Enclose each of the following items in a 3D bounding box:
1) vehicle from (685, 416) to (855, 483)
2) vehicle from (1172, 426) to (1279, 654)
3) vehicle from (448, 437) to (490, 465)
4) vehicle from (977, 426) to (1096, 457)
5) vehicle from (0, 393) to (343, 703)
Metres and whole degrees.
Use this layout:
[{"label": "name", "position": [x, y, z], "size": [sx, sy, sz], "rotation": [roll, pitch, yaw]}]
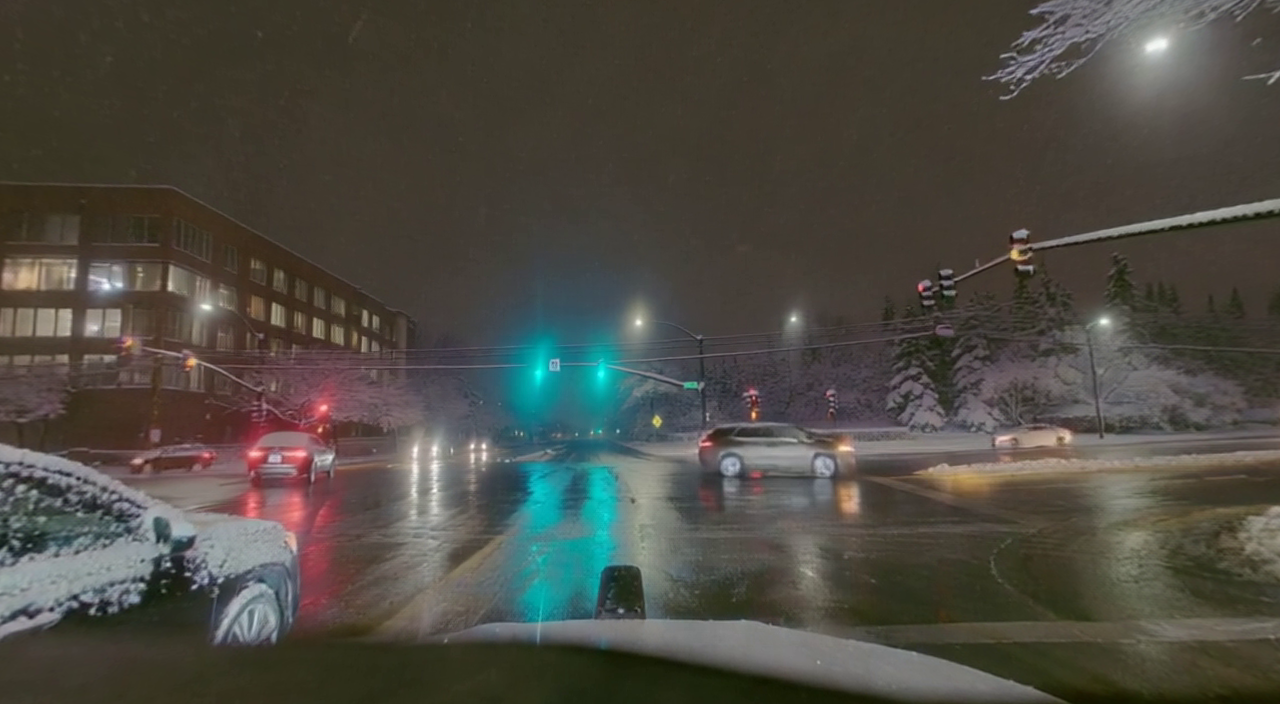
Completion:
[{"label": "vehicle", "position": [4.064, 3.062, 19.935], "size": [4.778, 1.871, 2.109], "rotation": [-5, -10, 28]}, {"label": "vehicle", "position": [4.931, 0.980, 2.518], "size": [1.949, 1.449, 4.530], "rotation": [-1, -8, 5]}, {"label": "vehicle", "position": [-12.804, 7.413, 47.520], "size": [2.051, 1.715, 4.346], "rotation": [-3, -6, -2]}, {"label": "vehicle", "position": [19.875, 4.510, 31.791], "size": [4.660, 1.495, 2.007], "rotation": [0, -8, -2]}, {"label": "vehicle", "position": [-3.067, 0.894, 2.144], "size": [1.919, 1.478, 4.720], "rotation": [0, -8, -1]}]
